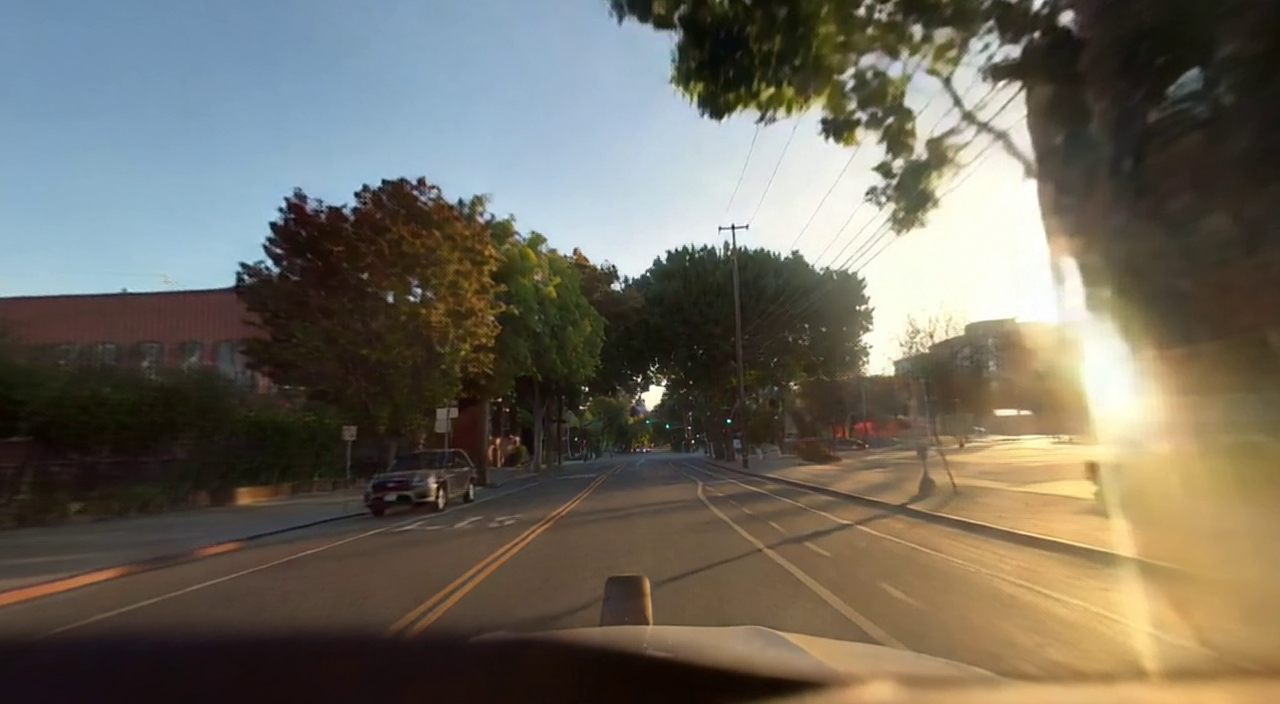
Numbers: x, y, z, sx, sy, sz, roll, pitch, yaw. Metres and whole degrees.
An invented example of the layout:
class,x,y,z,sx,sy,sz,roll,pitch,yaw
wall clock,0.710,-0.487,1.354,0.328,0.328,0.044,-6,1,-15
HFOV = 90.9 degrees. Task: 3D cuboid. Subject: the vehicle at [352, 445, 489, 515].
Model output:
class,x,y,z,sx,sy,sz,roll,pitch,yaw
vehicle,-6.099,3.572,18.287,2.147,1.701,4.879,-1,-8,1
